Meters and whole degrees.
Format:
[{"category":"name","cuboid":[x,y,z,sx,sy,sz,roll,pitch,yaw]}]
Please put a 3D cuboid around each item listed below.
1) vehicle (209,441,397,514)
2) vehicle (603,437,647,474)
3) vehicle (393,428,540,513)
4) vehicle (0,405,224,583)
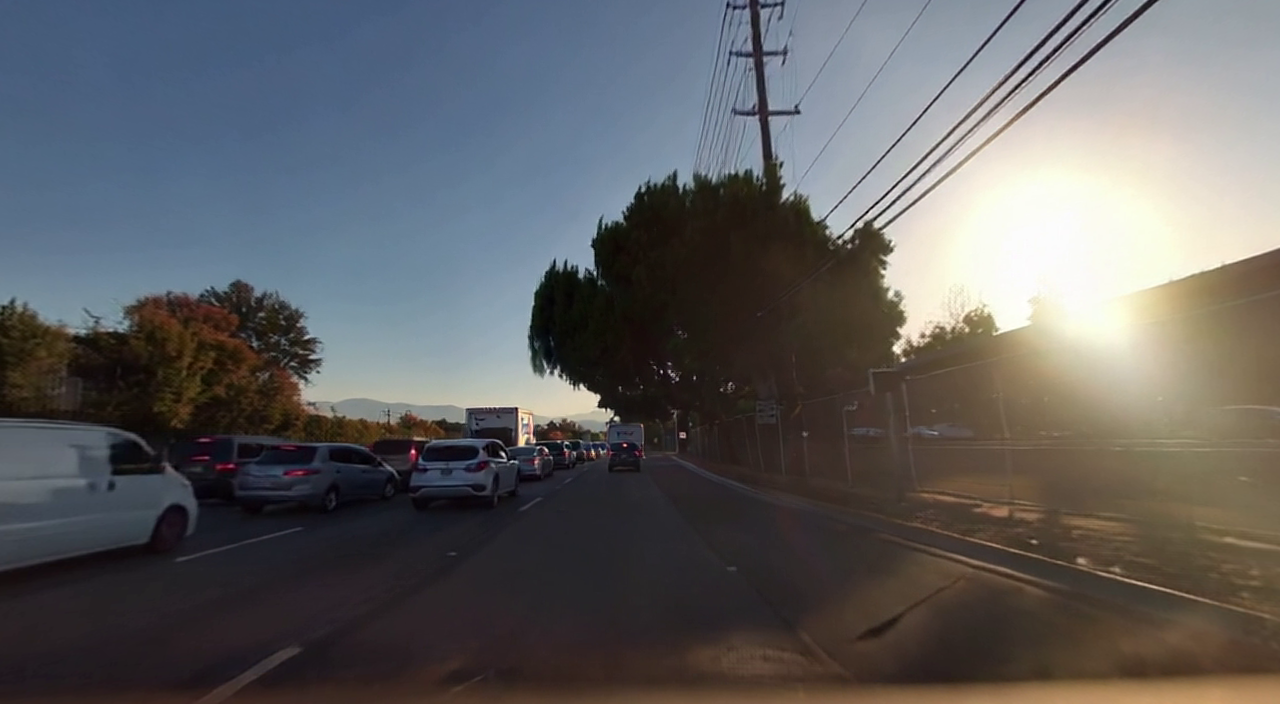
[{"category":"vehicle","cuboid":[-8.001,2.971,15.657,1.909,1.473,5.050,0,-8,0]},{"category":"vehicle","cuboid":[-0.752,5.138,31.485,2.055,1.671,4.147,0,-8,-2]},{"category":"vehicle","cuboid":[-3.815,2.706,14.939,2.057,1.673,4.934,0,-8,0]},{"category":"vehicle","cuboid":[-7.334,1.538,7.180,2.023,1.736,4.579,0,-8,0]}]
